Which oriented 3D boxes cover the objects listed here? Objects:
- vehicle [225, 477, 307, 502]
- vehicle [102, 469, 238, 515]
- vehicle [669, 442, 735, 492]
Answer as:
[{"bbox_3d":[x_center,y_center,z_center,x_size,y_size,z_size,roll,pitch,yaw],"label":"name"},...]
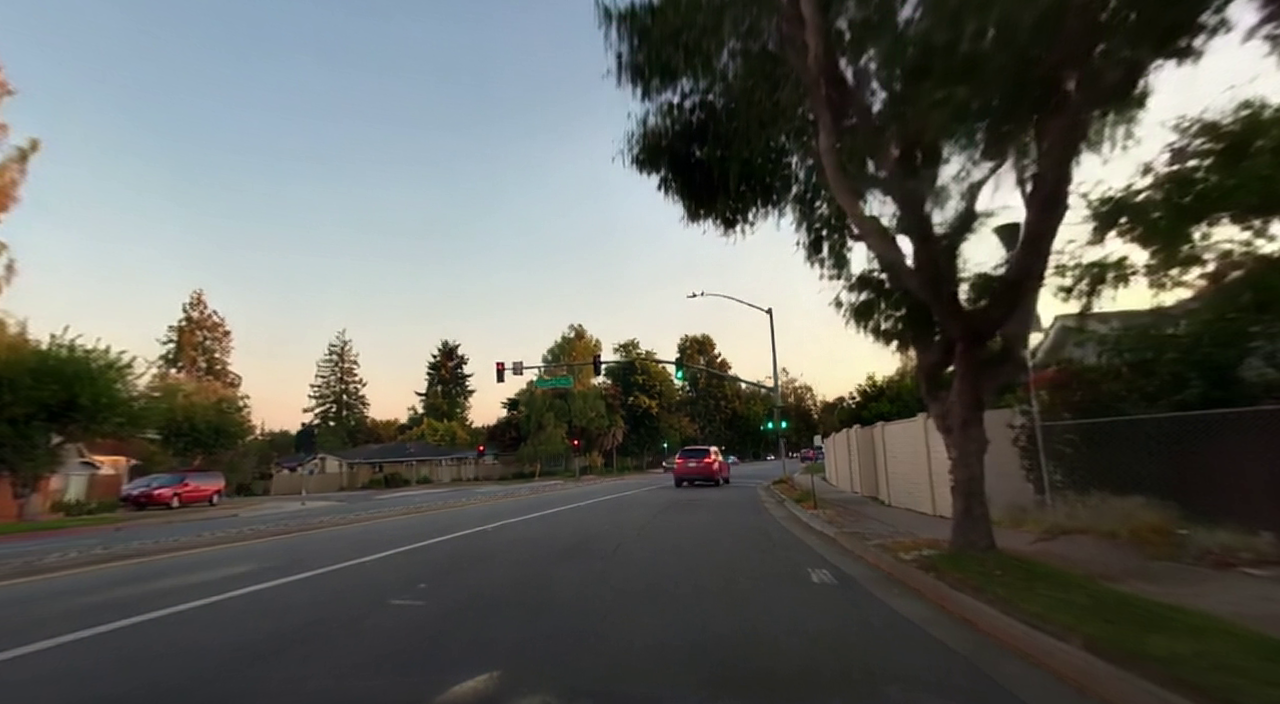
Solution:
[{"bbox_3d":[-28.524,10.460,48.106,4.697,1.691,2.486,0,-8,-2],"label":"vehicle"},{"bbox_3d":[-23.476,6.972,31.838,2.332,1.896,5.688,-1,-9,2],"label":"vehicle"},{"bbox_3d":[2.773,4.904,27.300,2.059,1.908,4.714,-3,-9,15],"label":"vehicle"}]
